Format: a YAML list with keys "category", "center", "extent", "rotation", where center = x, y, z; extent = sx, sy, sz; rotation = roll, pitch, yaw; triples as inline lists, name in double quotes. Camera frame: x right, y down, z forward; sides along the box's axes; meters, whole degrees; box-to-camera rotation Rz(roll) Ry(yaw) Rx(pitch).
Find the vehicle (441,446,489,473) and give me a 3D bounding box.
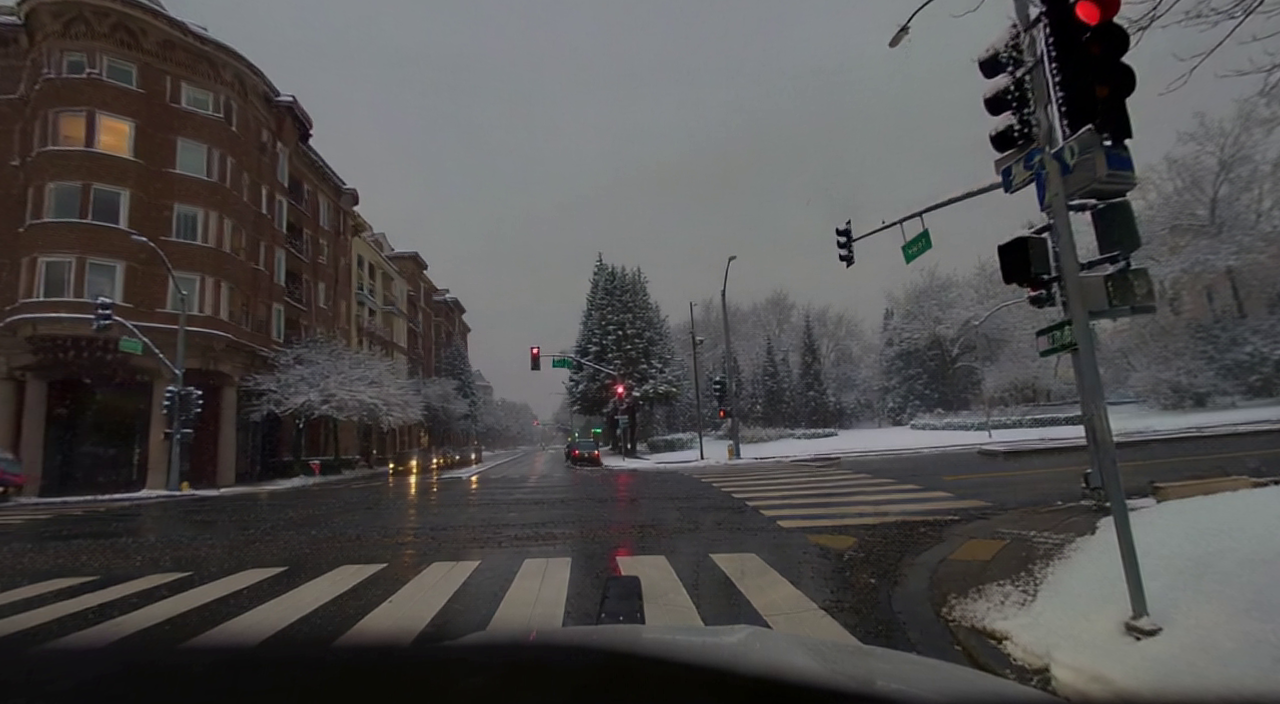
- category: "vehicle"
  center: [-10.459, 6.467, 38.147]
  extent: [2.196, 1.503, 4.371]
  rotation: [1, -8, -8]
